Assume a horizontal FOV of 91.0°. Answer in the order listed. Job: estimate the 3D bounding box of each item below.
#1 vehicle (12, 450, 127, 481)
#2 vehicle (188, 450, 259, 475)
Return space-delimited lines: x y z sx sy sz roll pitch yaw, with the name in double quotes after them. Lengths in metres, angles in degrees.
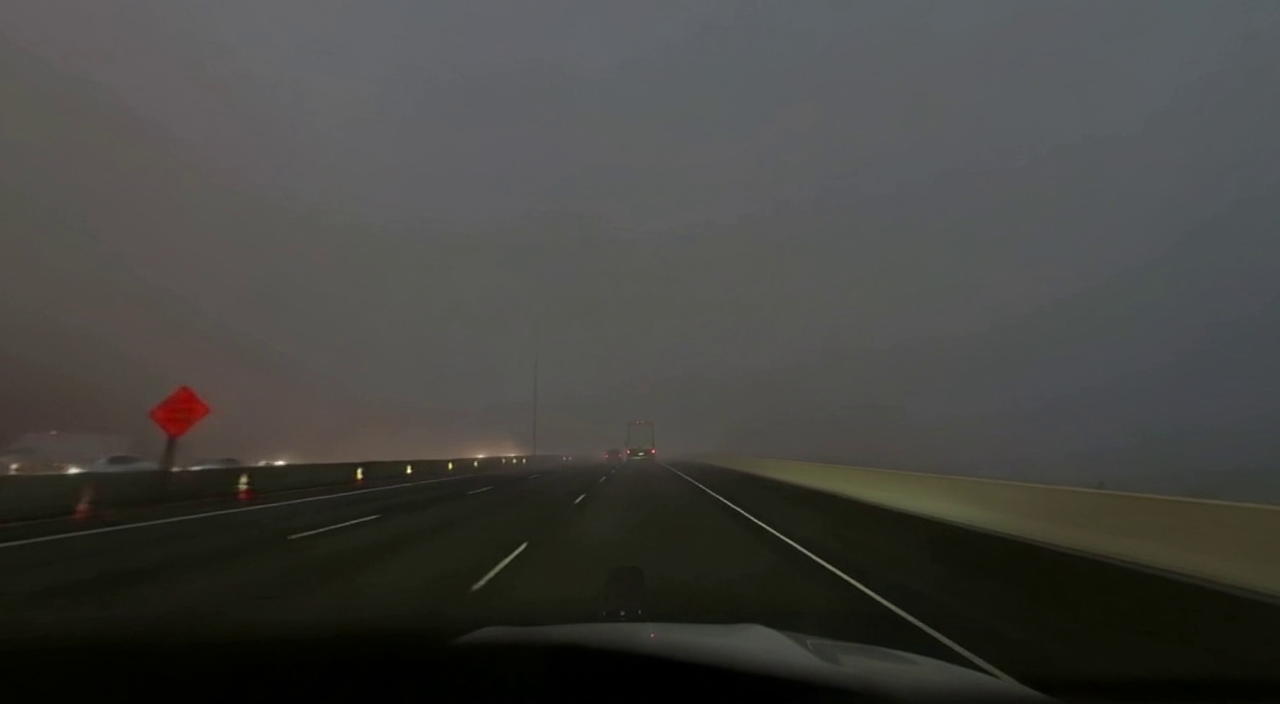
-33.351 6.617 37.067 2.119 1.659 4.960 0 -9 -1 "vehicle"
-26.872 7.139 40.805 1.862 1.525 3.987 0 -9 0 "vehicle"
